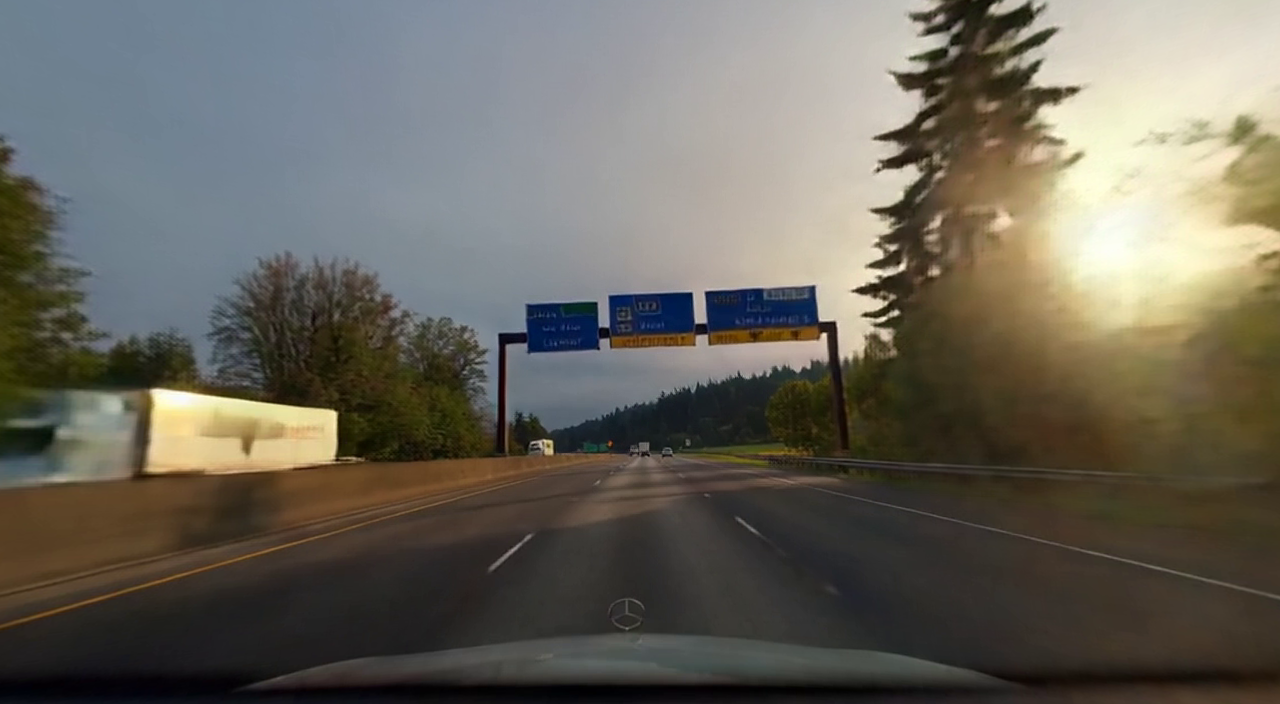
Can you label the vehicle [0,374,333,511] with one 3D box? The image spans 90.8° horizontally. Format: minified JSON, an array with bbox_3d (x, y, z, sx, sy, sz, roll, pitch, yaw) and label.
[{"bbox_3d":[-19.136,4.055,27.863,2.880,4.226,16.398,0,-9,0],"label":"vehicle"}]
